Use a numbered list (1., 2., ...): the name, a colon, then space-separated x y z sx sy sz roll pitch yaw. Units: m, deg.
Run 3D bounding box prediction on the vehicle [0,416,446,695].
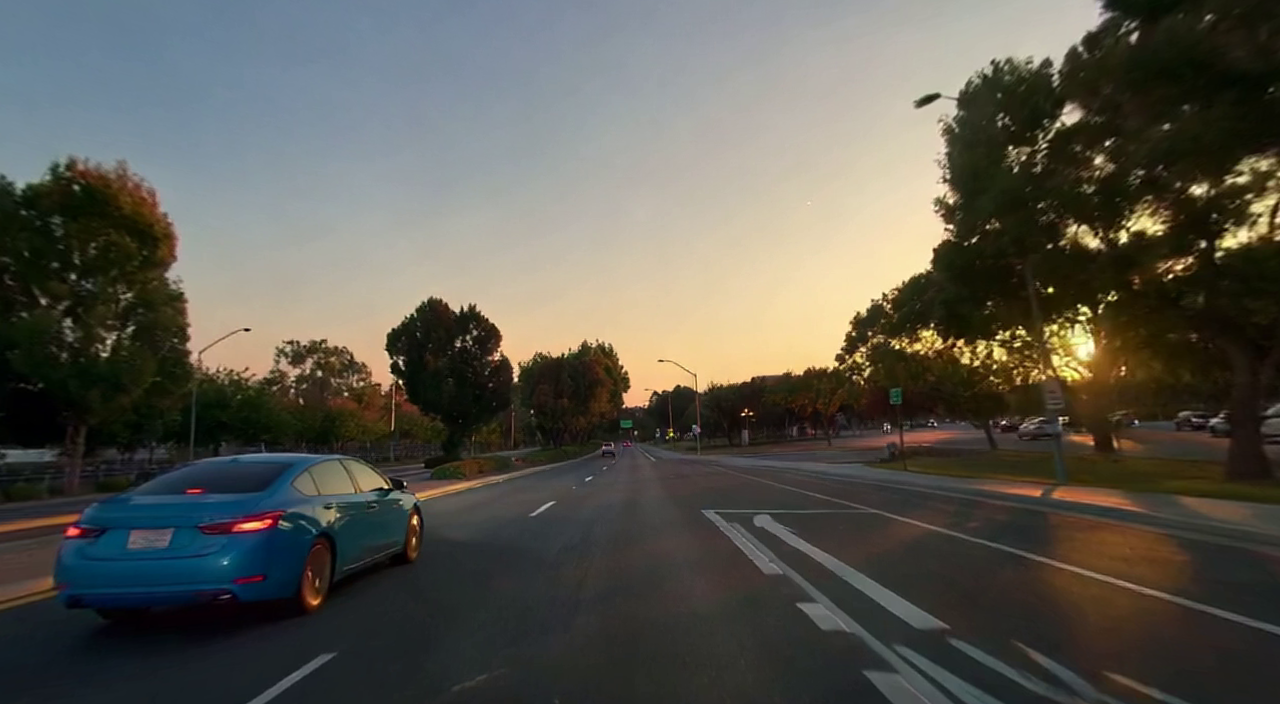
1. vehicle: -3.322 1.386 5.472 1.964 1.472 4.078 0 -8 0
